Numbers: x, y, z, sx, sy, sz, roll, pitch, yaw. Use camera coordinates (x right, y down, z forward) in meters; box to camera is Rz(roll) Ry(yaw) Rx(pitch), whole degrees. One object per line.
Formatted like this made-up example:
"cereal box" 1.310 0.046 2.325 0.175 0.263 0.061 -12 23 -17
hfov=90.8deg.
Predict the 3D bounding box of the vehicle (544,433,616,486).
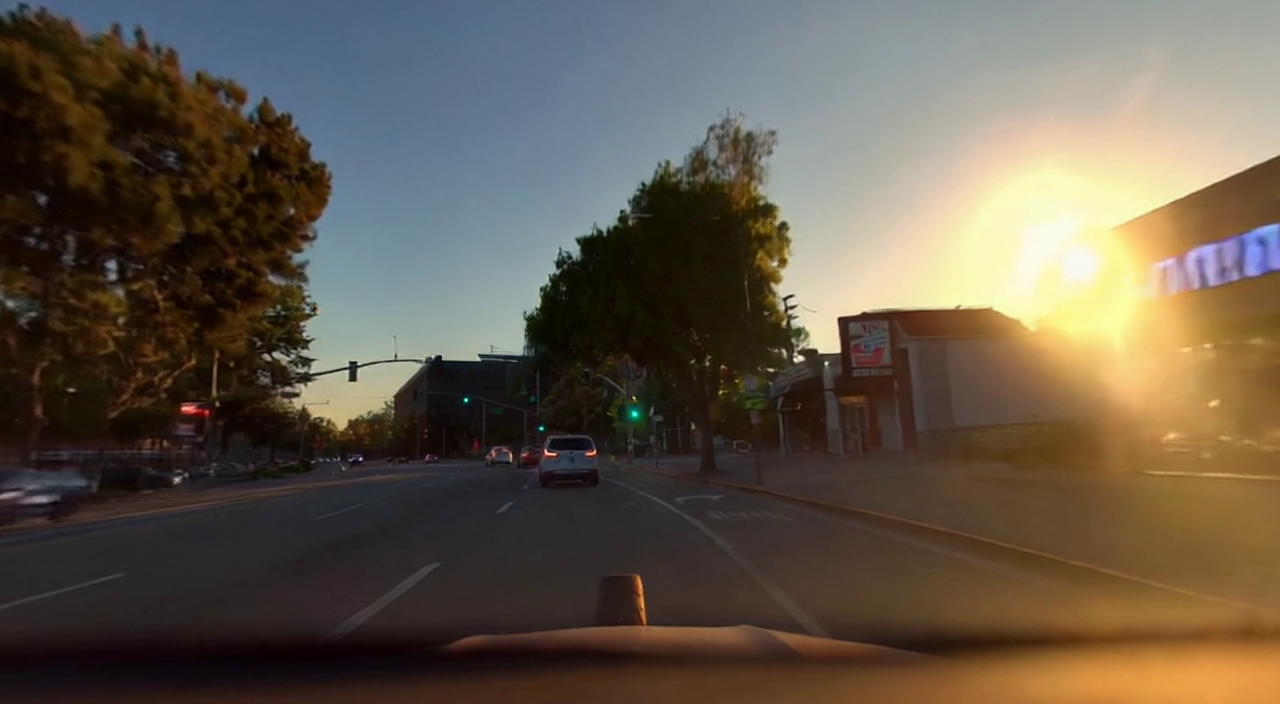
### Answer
"vehicle" -2.274 3.867 22.979 2.227 1.733 3.930 1 -9 -10

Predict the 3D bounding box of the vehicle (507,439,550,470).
"vehicle" -7.598 6.885 42.729 2.067 1.947 4.628 3 -9 -19

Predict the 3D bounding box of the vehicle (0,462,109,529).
"vehicle" -16.698 3.705 16.466 2.071 1.506 4.604 1 -8 -7

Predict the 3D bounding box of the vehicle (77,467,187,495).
"vehicle" -31.865 8.099 39.817 4.804 1.544 2.244 3 -9 -20
